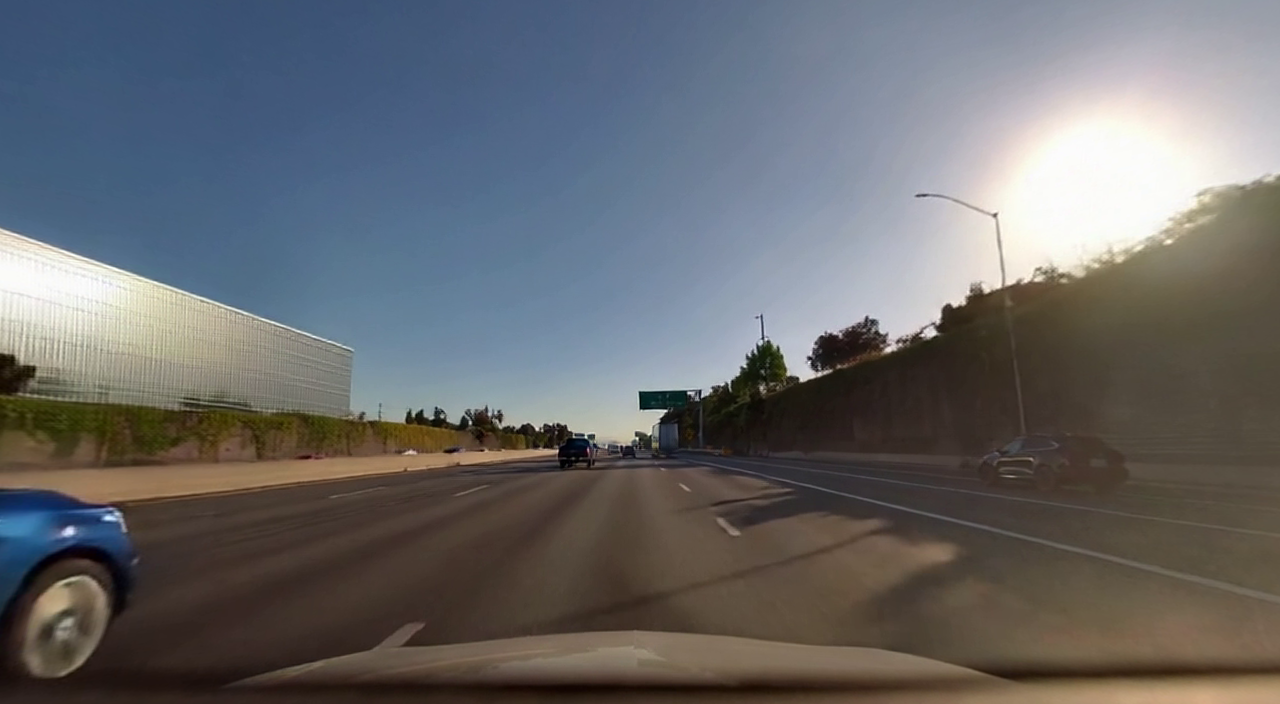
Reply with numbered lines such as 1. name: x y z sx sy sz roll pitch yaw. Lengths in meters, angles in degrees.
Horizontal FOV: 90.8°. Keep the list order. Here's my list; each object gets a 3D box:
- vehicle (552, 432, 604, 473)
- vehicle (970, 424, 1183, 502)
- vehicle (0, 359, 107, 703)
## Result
1. vehicle: -3.264 5.492 34.517 2.284 2.022 5.752 0 -9 0
2. vehicle: 11.484 2.980 17.255 2.089 1.787 5.080 0 -9 -1
3. vehicle: -3.795 0.638 1.079 2.039 1.710 4.237 0 -9 -1
